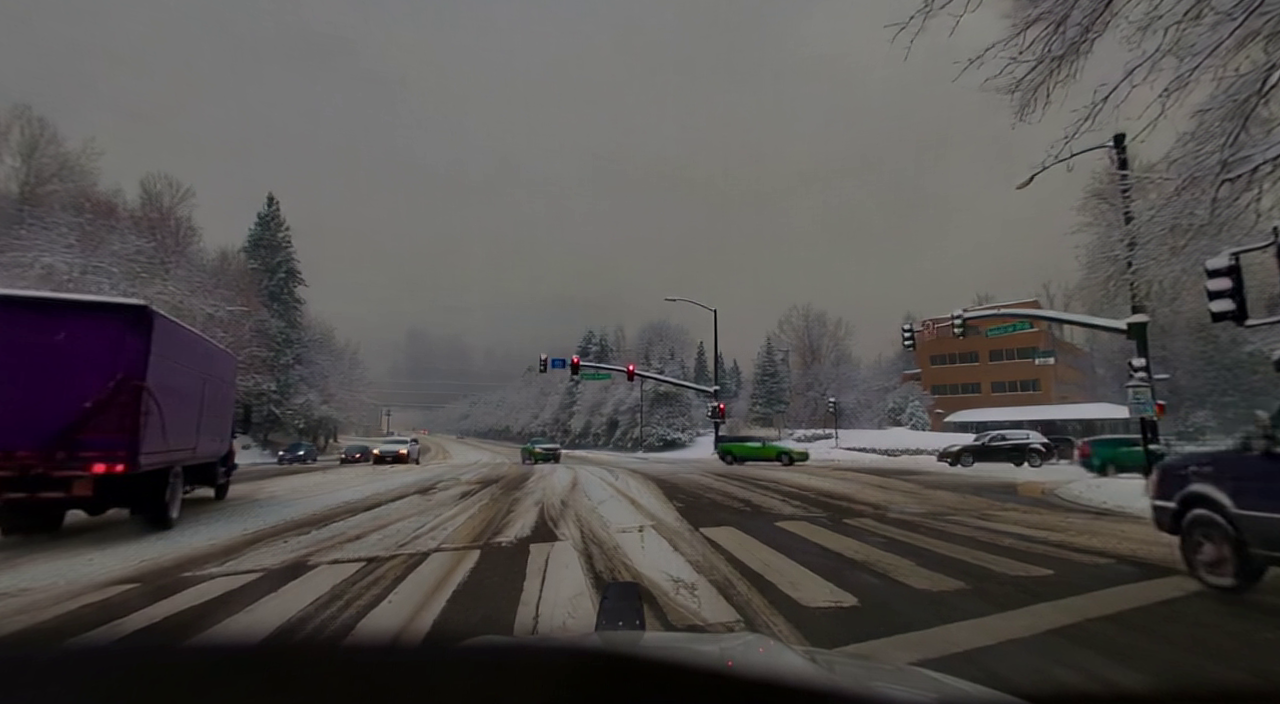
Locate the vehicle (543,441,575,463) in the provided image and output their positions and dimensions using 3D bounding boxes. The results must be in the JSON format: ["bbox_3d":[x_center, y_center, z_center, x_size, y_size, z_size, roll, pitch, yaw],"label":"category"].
[{"bbox_3d":[-5.662,7.001,44.301,2.086,1.487,4.846,1,-9,-7],"label":"vehicle"}]

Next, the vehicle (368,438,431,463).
[{"bbox_3d":[-17.399,7.153,45.984,2.189,1.753,4.785,-1,-9,8],"label":"vehicle"}]

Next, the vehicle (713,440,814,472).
[{"bbox_3d":[5.970,4.998,30.518,4.487,1.415,1.911,-3,-9,20],"label":"vehicle"}]

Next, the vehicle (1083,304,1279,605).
[{"bbox_3d":[6.586,0.784,4.828,2.332,2.511,5.326,0,-9,-2],"label":"vehicle"}]

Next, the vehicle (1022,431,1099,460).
[{"bbox_3d":[28.290,6.290,42.490,4.662,1.840,2.055,4,-10,-26],"label":"vehicle"}]

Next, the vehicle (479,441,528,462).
[{"bbox_3d":[-10.160,7.465,47.382,2.097,1.484,4.596,-1,-9,8],"label":"vehicle"}]

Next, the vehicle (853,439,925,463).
[{"bbox_3d":[17.244,6.838,43.733,4.524,1.560,2.052,4,-10,-28],"label":"vehicle"}]

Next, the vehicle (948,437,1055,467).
[{"bbox_3d":[19.067,5.254,33.341,4.911,1.504,2.109,3,-9,-20],"label":"vehicle"}]

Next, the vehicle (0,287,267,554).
[{"bbox_3d":[-8.972,1.216,10.853,3.112,3.230,6.726,3,-8,-20],"label":"vehicle"}]

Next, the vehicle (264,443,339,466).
[{"bbox_3d":[-21.843,6.639,40.973,1.859,1.415,4.591,-1,-9,8],"label":"vehicle"}]

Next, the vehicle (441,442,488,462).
[{"bbox_3d":[-13.199,7.592,47.843,1.845,1.426,4.289,-1,-9,8],"label":"vehicle"}]
